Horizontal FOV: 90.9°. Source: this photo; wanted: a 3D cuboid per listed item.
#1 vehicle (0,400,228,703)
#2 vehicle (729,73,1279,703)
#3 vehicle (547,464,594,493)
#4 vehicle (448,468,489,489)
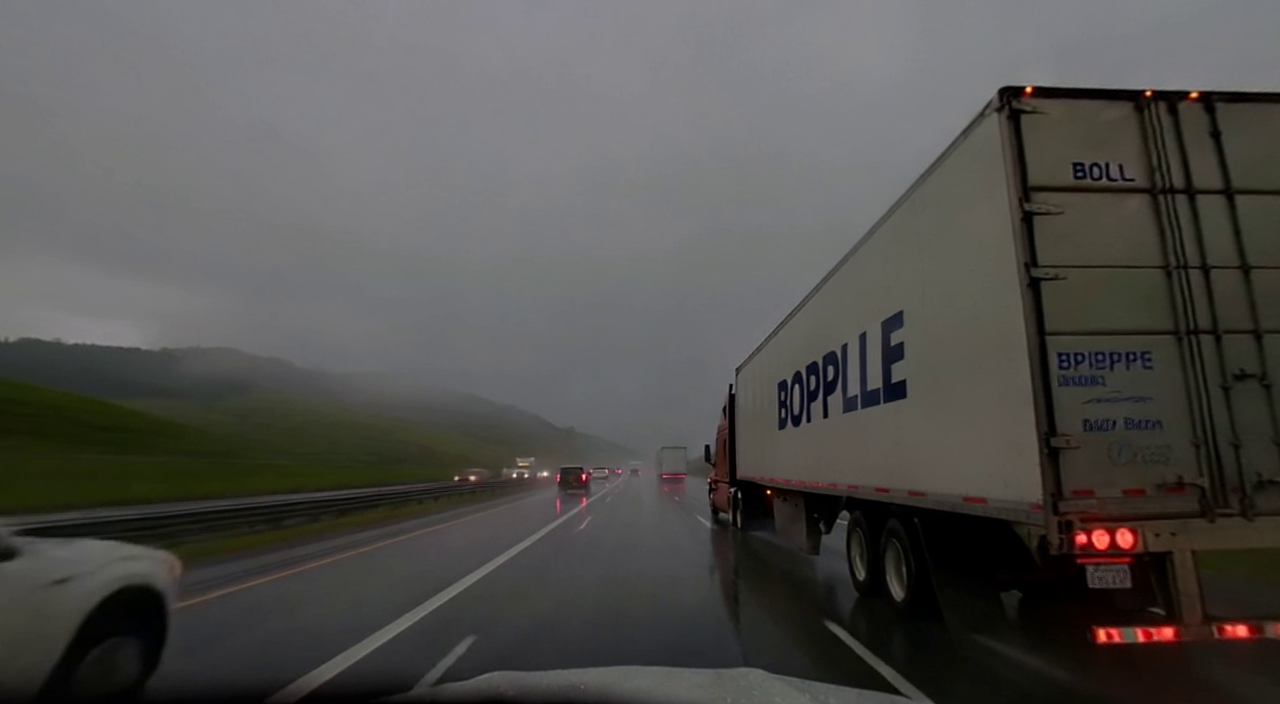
[{"bbox_3d":[-3.395,0.752,1.386,2.021,1.505,4.286,1,-11,0],"label":"vehicle"},{"bbox_3d":[3.997,1.384,10.869,2.839,4.062,14.051,1,-11,0],"label":"vehicle"},{"bbox_3d":[-4.014,7.430,37.201,2.088,1.566,4.853,1,-11,1],"label":"vehicle"},{"bbox_3d":[-12.189,9.013,45.083,1.952,1.358,4.081,1,-10,-2],"label":"vehicle"}]
